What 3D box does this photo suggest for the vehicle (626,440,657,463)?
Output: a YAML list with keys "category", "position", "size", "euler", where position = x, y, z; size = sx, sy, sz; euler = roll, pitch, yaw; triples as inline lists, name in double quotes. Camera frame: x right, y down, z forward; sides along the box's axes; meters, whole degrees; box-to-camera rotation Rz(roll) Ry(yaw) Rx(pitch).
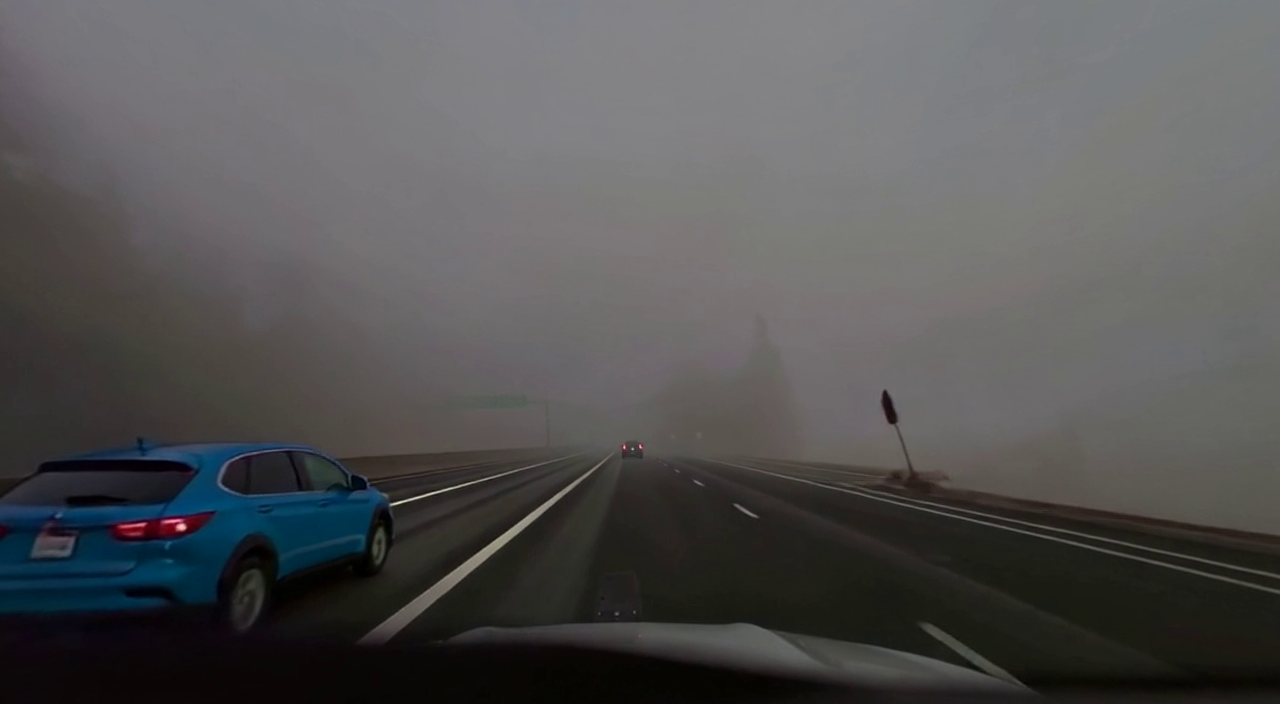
- category: "vehicle"
  position: [0.056, 6.714, 42.675]
  size: [2.028, 1.440, 3.690]
  euler: [0, -8, -1]
